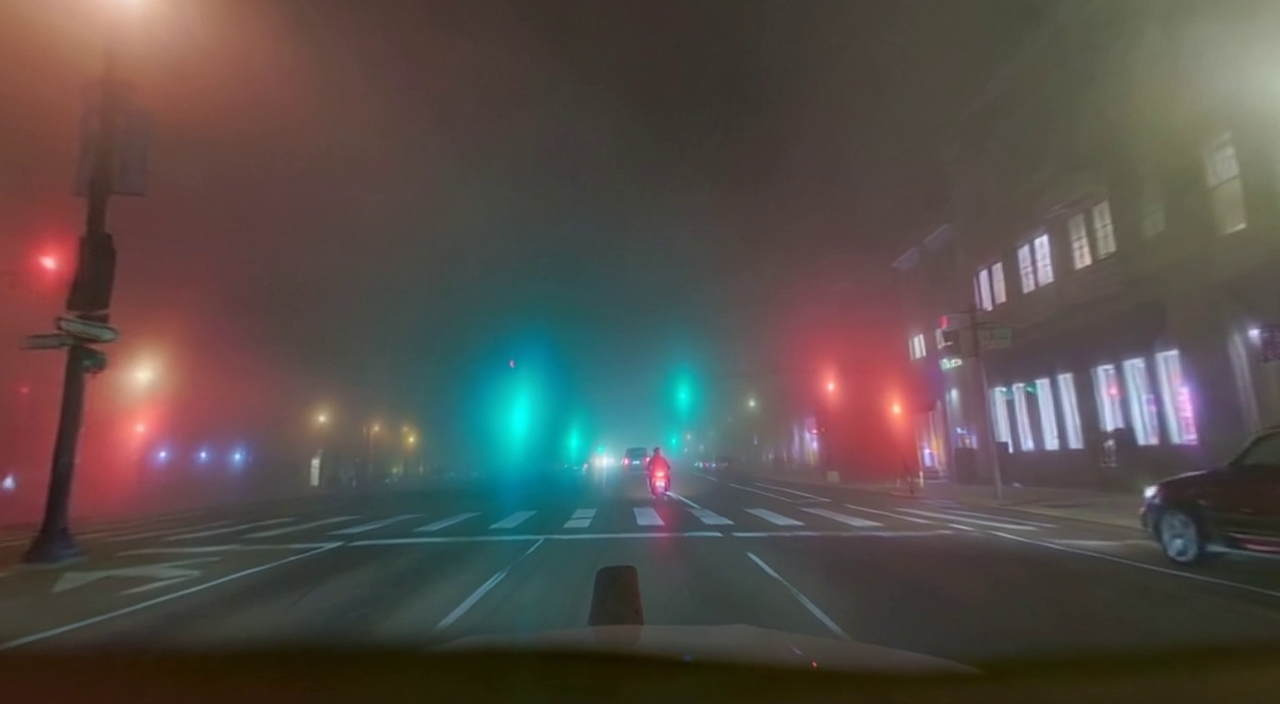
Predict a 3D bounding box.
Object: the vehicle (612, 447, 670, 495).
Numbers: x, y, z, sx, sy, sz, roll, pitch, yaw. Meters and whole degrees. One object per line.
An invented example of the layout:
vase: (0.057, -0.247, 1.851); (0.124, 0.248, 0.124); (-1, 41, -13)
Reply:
vehicle: (-0.040, 4.905, 26.464); (2.223, 1.775, 4.250); (0, -9, -2)

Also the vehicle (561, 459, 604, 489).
vehicle: (-3.143, 6.747, 35.296); (2.014, 1.470, 4.552); (0, -9, -1)

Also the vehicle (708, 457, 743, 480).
vehicle: (6.688, 9.121, 49.652); (2.069, 1.590, 4.066); (0, -9, -1)

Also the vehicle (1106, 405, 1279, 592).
vehicle: (7.161, 1.331, 5.642); (2.018, 1.772, 4.968); (0, -9, -2)
